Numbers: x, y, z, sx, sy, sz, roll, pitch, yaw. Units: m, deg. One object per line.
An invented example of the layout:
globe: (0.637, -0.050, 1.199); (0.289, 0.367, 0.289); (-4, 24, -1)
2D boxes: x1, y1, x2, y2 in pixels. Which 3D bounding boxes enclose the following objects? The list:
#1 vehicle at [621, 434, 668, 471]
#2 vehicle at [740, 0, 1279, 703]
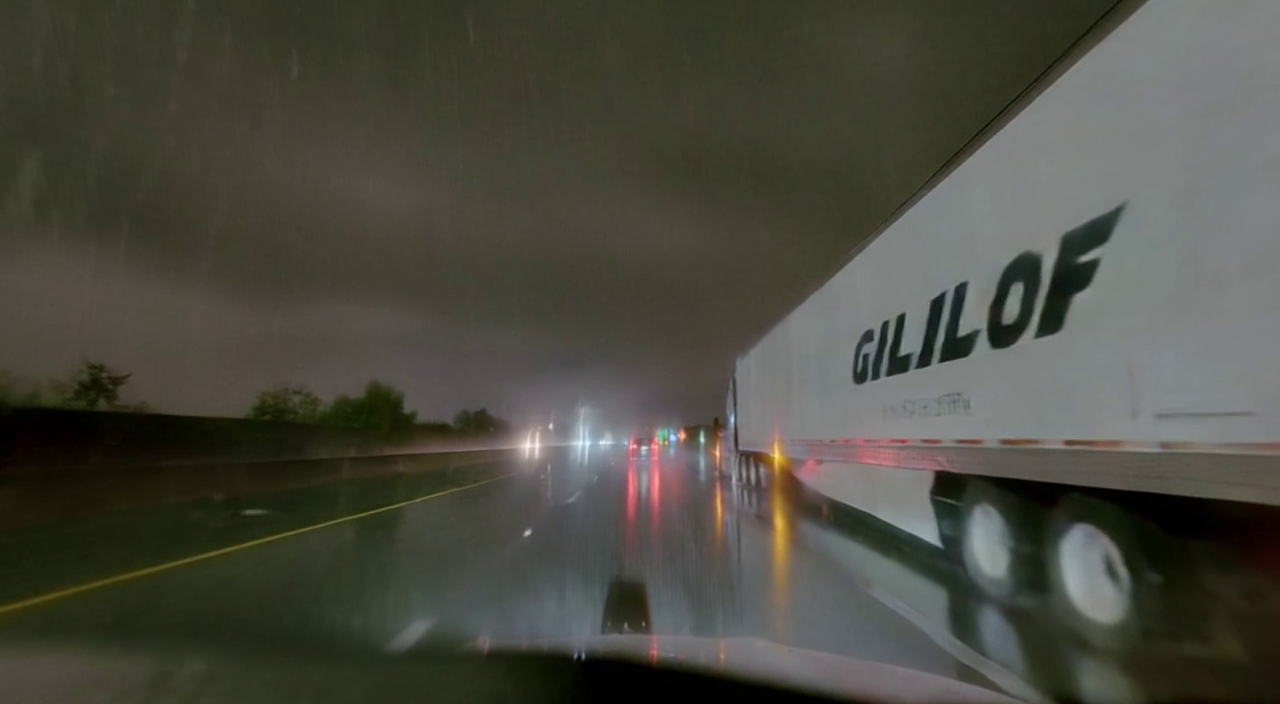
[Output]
vehicle: (0.210, 4.747, 30.000); (2.111, 1.635, 4.177); (0, -8, 0)
vehicle: (4.364, 0.584, 9.797); (2.936, 4.125, 15.204); (0, -8, -1)
